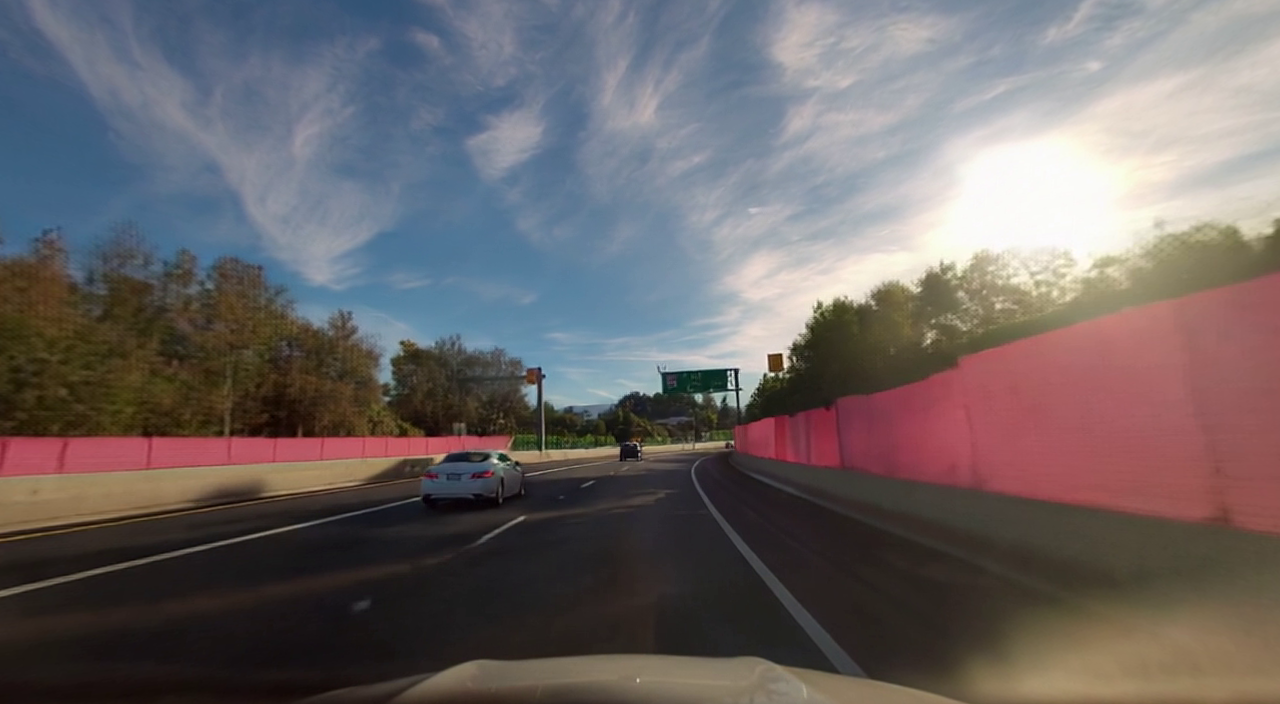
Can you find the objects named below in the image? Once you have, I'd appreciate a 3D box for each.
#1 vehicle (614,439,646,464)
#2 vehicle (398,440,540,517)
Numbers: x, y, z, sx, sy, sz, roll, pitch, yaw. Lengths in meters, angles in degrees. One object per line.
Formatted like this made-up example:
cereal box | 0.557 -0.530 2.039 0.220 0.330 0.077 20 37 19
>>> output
vehicle | -0.681 7.176 45.462 1.833 1.697 3.984 -1 -9 7
vehicle | -3.536 2.702 13.984 1.746 1.405 4.339 -1 -9 3
